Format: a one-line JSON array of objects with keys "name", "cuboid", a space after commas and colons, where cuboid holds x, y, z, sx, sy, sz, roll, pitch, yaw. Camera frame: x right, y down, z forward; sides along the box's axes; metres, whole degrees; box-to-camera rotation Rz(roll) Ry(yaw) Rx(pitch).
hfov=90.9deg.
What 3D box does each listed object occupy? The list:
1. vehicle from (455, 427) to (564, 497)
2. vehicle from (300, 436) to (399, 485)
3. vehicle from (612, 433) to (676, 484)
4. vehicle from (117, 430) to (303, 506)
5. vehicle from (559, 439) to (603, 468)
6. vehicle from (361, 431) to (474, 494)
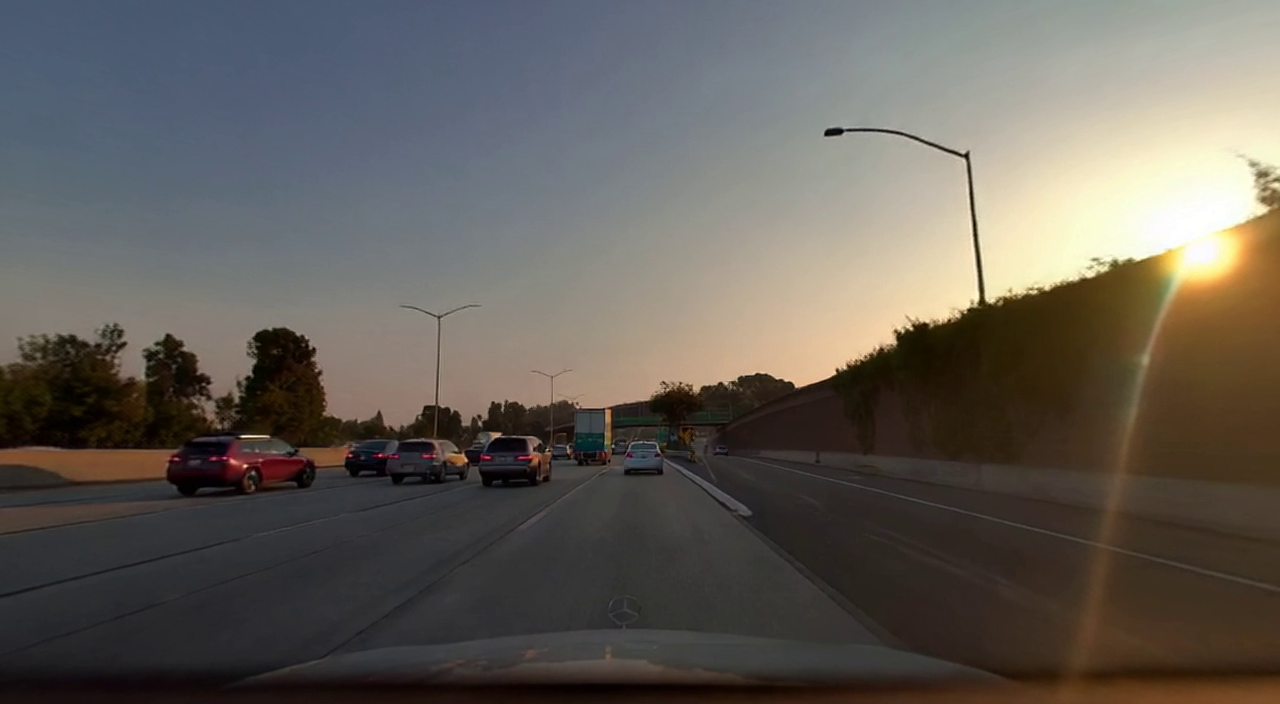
[{"name": "vehicle", "cuboid": [-3.668, 3.203, 18.738, 2.125, 1.792, 4.466, 0, -8, 2]}, {"name": "vehicle", "cuboid": [-10.909, 4.087, 24.017, 1.863, 1.696, 3.885, 0, -8, 1]}, {"name": "vehicle", "cuboid": [0.172, 3.899, 23.411, 2.180, 1.716, 3.920, 0, -8, 1]}, {"name": "vehicle", "cuboid": [-11.165, 3.018, 16.865, 1.871, 1.747, 4.342, 0, -8, 0]}, {"name": "vehicle", "cuboid": [-3.601, 6.312, 39.475, 2.243, 1.683, 4.178, 0, -8, 1]}, {"name": "vehicle", "cuboid": [-6.927, 3.475, 20.180, 1.998, 1.770, 4.222, 0, -8, 1]}]
